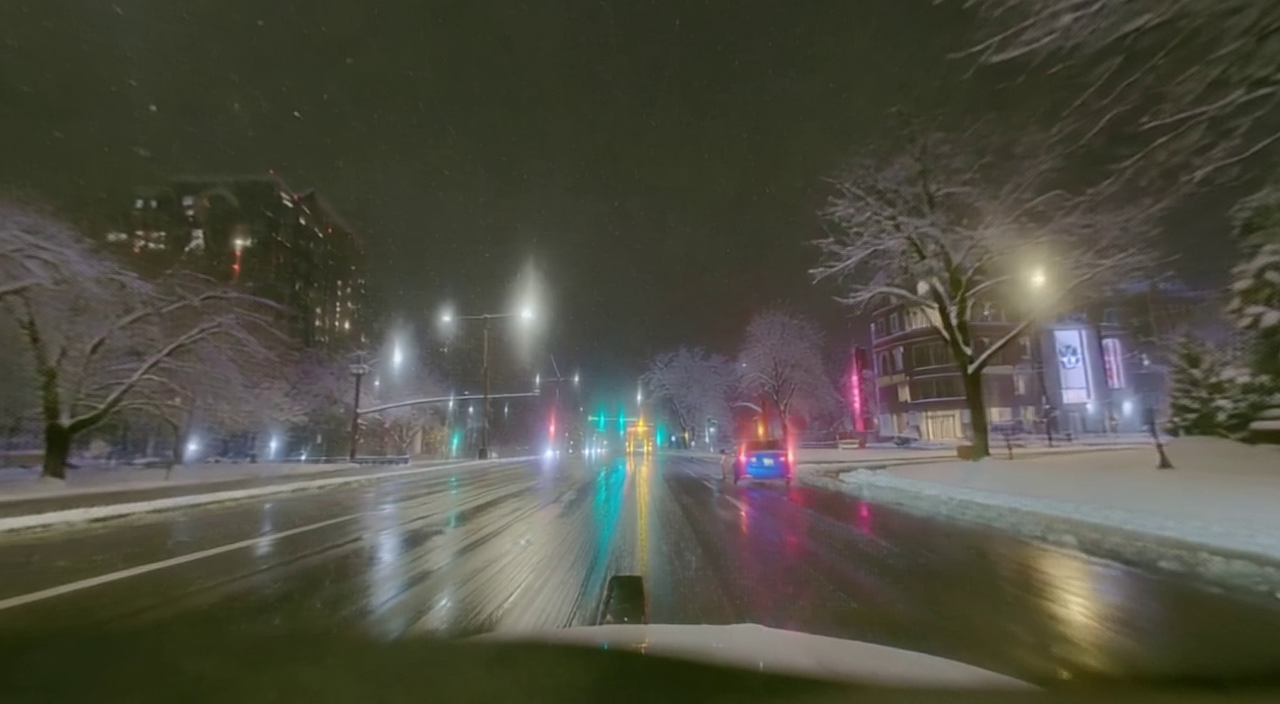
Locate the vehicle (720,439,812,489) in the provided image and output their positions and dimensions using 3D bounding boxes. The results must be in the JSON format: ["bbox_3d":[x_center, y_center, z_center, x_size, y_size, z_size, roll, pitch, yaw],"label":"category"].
[{"bbox_3d":[4.013,3.660,20.968,2.005,1.442,4.675,0,-8,-1],"label":"vehicle"}]
